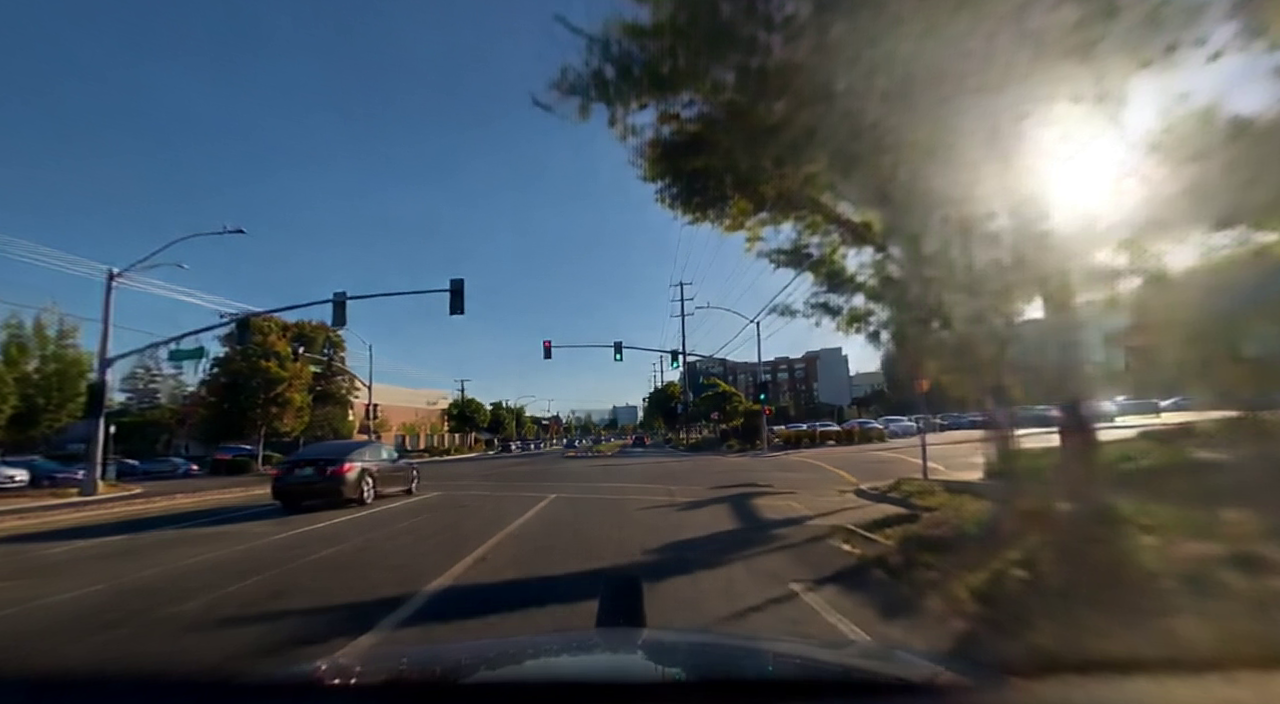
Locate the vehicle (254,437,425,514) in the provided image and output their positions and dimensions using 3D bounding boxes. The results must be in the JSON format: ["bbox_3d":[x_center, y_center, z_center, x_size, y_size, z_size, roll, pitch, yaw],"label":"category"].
[{"bbox_3d":[-6.498,2.690,14.280,1.928,1.451,4.219,0,-9,-2],"label":"vehicle"}]

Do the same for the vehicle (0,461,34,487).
[{"bbox_3d":[-40.485,7.735,40.209,1.906,1.496,4.381,5,-10,-33],"label":"vehicle"}]

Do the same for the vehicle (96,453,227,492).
[{"bbox_3d":[-22.953,5.758,30.444,4.722,1.741,2.142,-1,-9,6],"label":"vehicle"}]
